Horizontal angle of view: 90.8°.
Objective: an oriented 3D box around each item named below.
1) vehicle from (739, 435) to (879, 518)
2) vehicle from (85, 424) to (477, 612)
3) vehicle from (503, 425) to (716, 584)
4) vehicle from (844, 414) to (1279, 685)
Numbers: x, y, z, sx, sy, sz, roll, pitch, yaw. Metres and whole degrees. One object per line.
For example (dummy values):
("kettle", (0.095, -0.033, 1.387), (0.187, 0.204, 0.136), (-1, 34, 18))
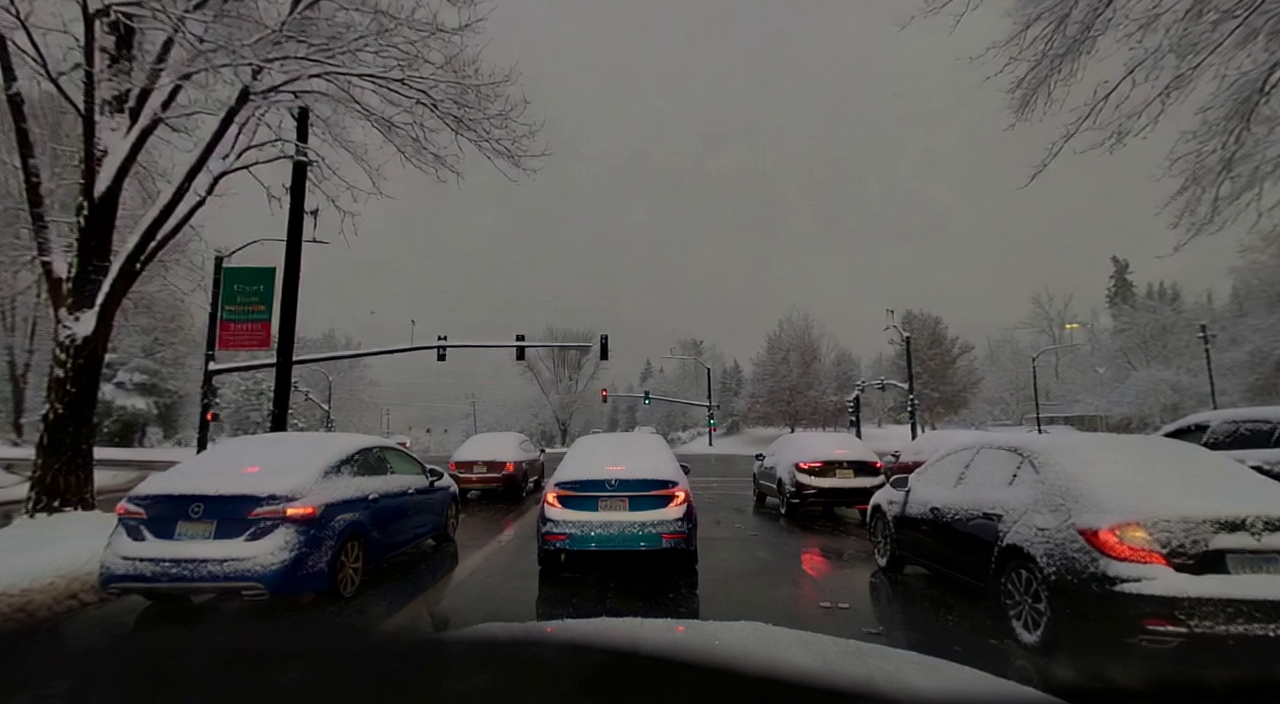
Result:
("vehicle", (3.391, 2.573, 13.499), (1.852, 1.498, 3.825), (0, -9, -1))
("vehicle", (-3.362, 1.619, 7.084), (1.929, 1.457, 4.136), (0, -9, 0))
("vehicle", (-0.314, 1.709, 7.835), (1.994, 1.479, 3.647), (0, -9, -1))
("vehicle", (3.594, 1.424, 5.771), (1.953, 1.471, 4.470), (0, -9, 0))
